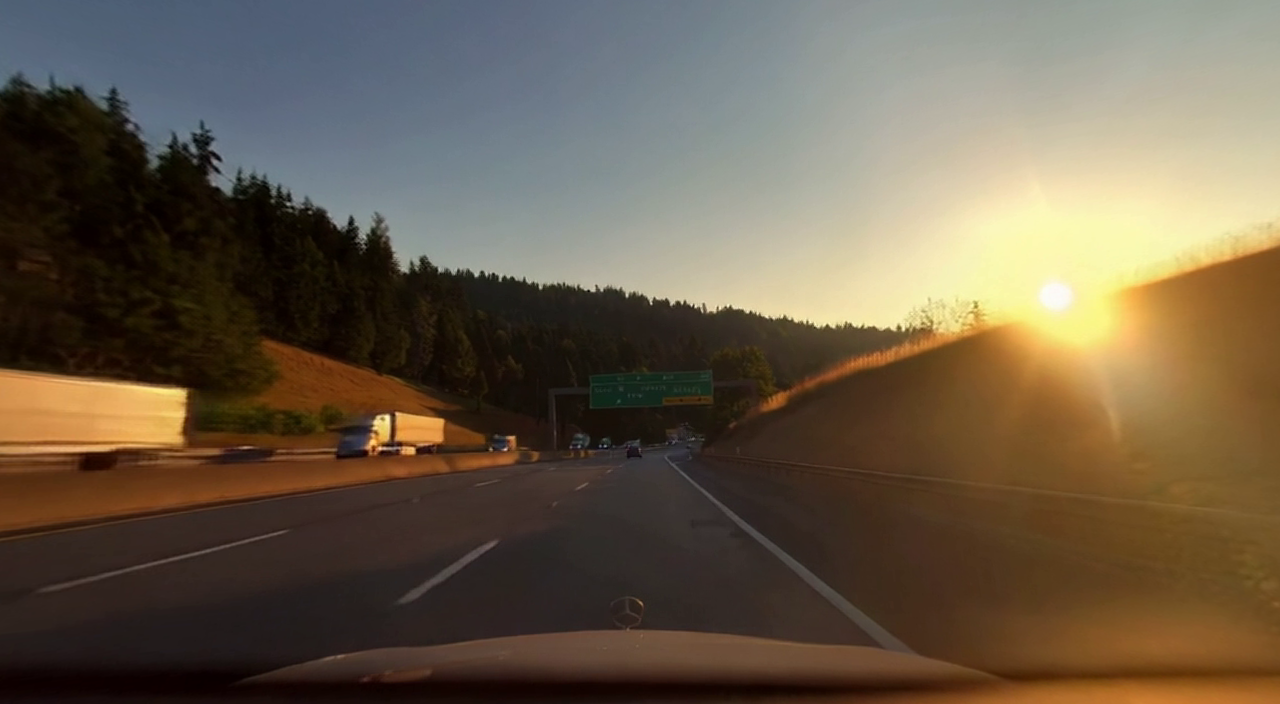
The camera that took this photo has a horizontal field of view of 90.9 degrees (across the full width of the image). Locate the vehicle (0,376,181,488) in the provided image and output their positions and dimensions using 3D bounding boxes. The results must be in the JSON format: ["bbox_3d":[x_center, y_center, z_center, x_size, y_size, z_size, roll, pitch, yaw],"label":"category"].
[{"bbox_3d":[-23.218,2.904,22.648,2.918,3.747,13.877,0,-9,1],"label":"vehicle"}]
